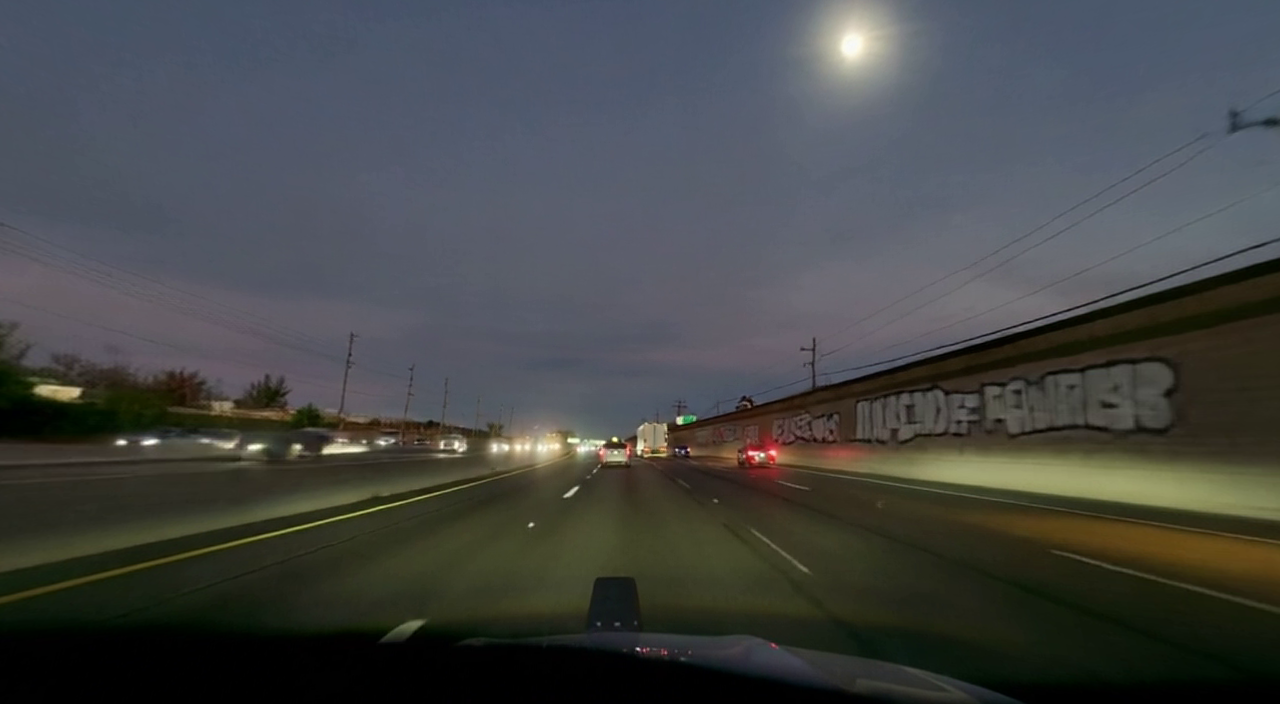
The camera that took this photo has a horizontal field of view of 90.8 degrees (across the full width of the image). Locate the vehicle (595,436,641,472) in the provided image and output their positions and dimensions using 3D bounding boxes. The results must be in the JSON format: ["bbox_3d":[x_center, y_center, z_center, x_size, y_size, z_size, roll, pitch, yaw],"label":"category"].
[{"bbox_3d":[-1.078,5.140,31.901,2.191,1.685,3.353,0,-9,-2],"label":"vehicle"}]

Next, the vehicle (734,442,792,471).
[{"bbox_3d":[6.642,5.684,34.559,2.018,1.451,4.762,0,-9,-3],"label":"vehicle"}]

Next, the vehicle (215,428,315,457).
[{"bbox_3d":[-17.641,4.332,30.029,1.950,1.247,4.667,0,-9,-1],"label":"vehicle"}]

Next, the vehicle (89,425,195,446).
[{"bbox_3d":[-30.761,5.245,39.236,4.754,1.232,2.178,4,-10,-26],"label":"vehicle"}]
